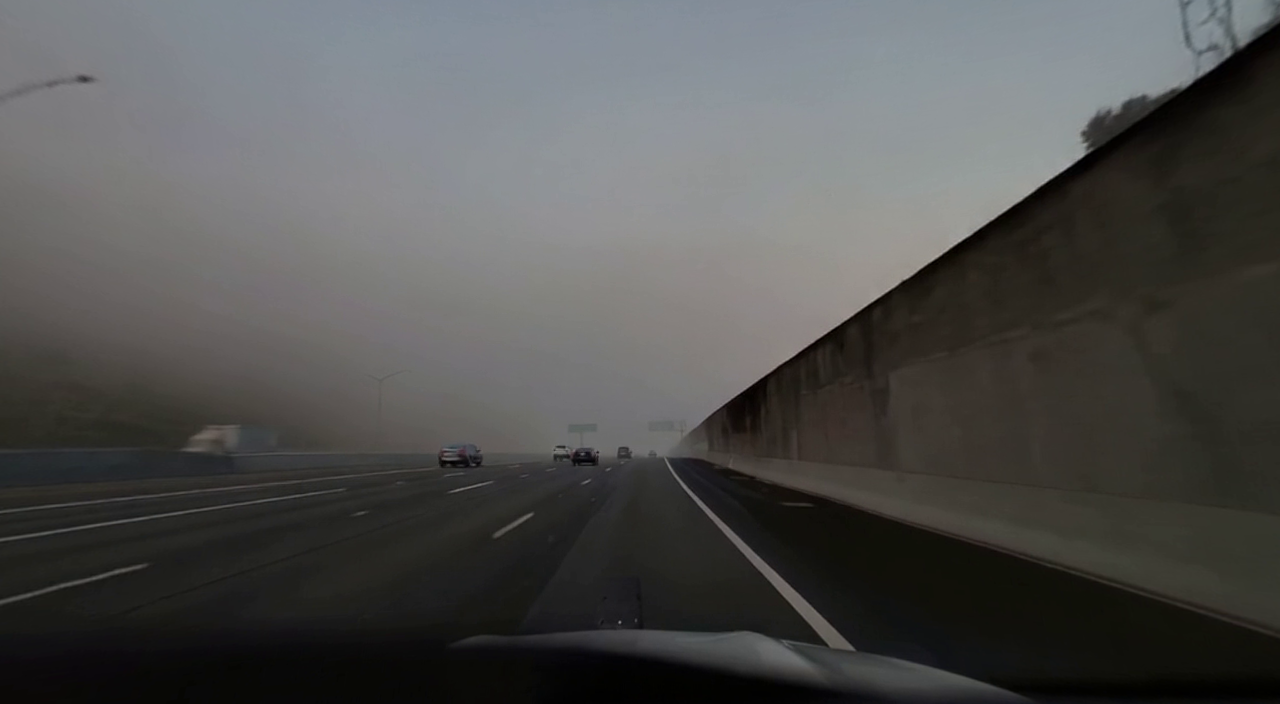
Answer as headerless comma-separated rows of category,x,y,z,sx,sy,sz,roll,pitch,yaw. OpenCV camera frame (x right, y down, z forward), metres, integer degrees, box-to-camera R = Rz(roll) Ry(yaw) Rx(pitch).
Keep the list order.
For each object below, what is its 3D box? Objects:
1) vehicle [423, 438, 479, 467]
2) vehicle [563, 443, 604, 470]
vehicle,-12.433,6.650,41.857,2.076,1.766,4.831,0,-8,2
vehicle,-3.297,6.198,37.550,1.931,1.492,4.076,0,-8,2
